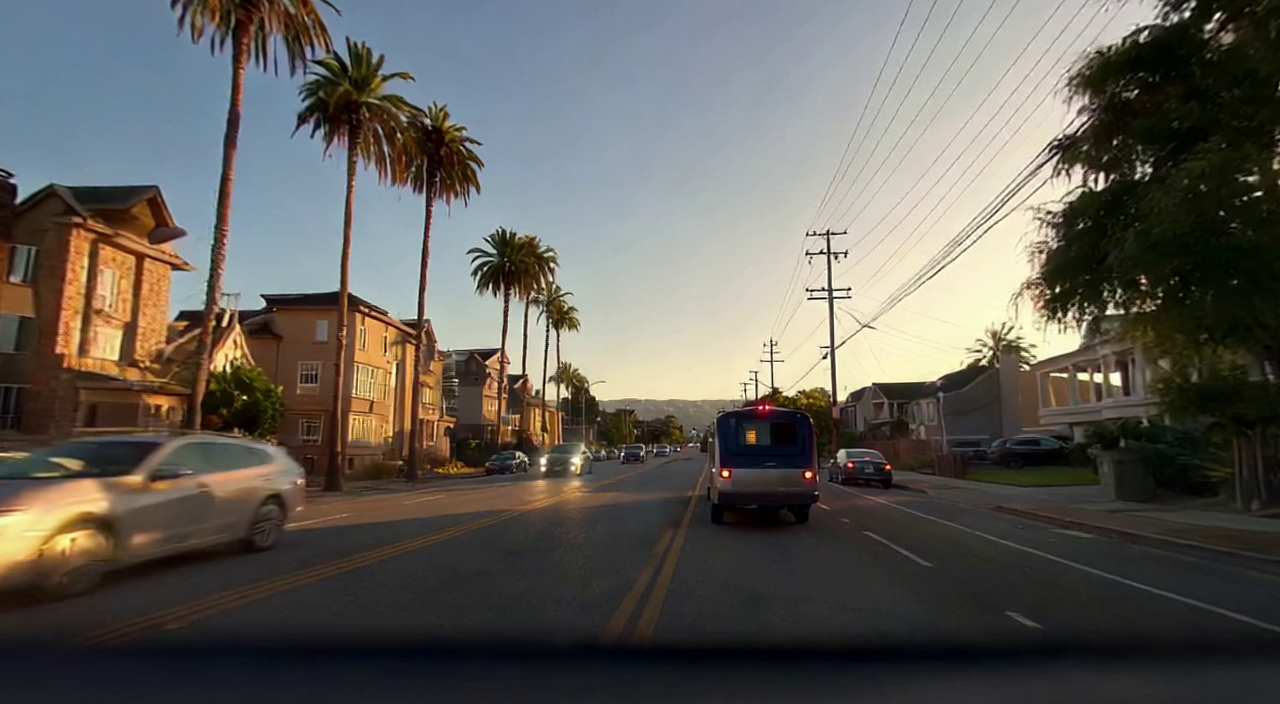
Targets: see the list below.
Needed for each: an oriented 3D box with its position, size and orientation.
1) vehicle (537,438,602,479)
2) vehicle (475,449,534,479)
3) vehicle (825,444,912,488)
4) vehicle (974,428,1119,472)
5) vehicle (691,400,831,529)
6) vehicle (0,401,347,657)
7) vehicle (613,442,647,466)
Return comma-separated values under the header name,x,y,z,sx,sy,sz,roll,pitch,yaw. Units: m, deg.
name,x,y,z,sx,sy,sz,roll,pitch,yaw
vehicle,-3.093,4.822,28.732,1.948,1.706,4.407,-1,-8,7
vehicle,-7.725,6.422,36.347,2.004,1.441,4.572,-4,-9,5
vehicle,8.347,4.174,23.442,2.022,1.456,4.246,-1,-8,6
vehicle,17.975,4.361,28.140,4.749,1.699,2.311,-3,-7,8
vehicle,2.186,2.132,12.415,2.168,2.040,4.527,-1,-8,6
vehicle,-5.098,1.436,5.954,2.110,1.676,4.483,-1,-8,7
vehicle,-0.677,7.493,46.565,1.965,1.653,4.251,-1,-8,7
